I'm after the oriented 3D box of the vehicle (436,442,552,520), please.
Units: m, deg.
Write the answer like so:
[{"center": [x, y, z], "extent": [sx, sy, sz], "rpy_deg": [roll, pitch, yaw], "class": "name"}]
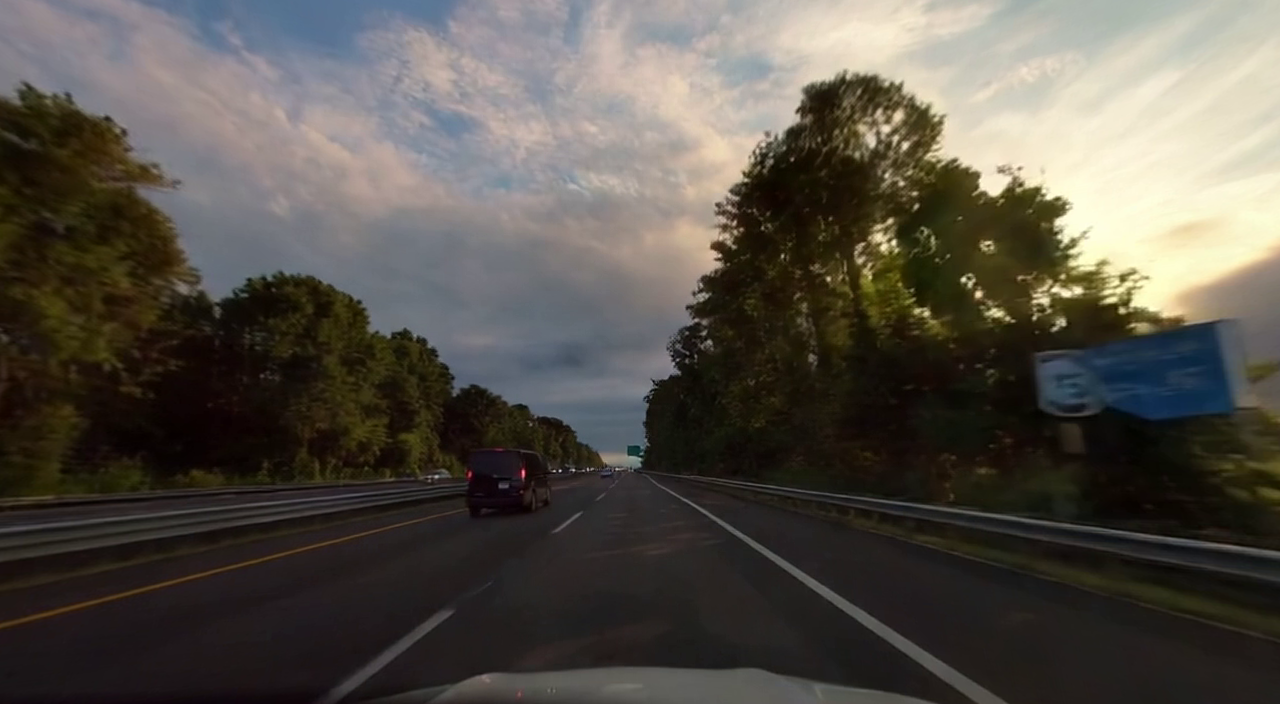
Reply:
[{"center": [-3.857, 3.557, 17.639], "extent": [2.100, 1.824, 4.634], "rpy_deg": [1, -10, 0], "class": "vehicle"}]
